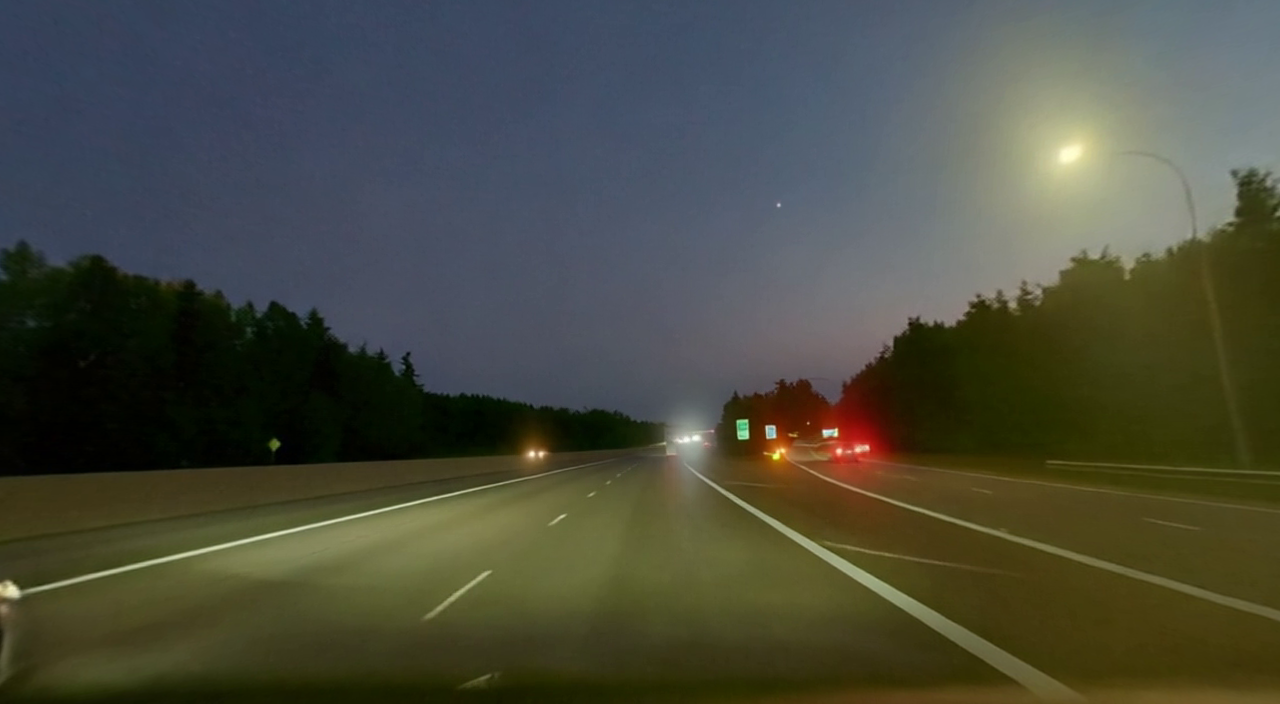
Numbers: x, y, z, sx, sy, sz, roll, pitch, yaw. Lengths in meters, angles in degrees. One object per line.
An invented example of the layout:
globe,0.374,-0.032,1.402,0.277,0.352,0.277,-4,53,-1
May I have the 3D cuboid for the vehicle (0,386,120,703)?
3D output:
vehicle,-3.555,0.655,0.769,2.108,1.557,4.344,0,-9,0
